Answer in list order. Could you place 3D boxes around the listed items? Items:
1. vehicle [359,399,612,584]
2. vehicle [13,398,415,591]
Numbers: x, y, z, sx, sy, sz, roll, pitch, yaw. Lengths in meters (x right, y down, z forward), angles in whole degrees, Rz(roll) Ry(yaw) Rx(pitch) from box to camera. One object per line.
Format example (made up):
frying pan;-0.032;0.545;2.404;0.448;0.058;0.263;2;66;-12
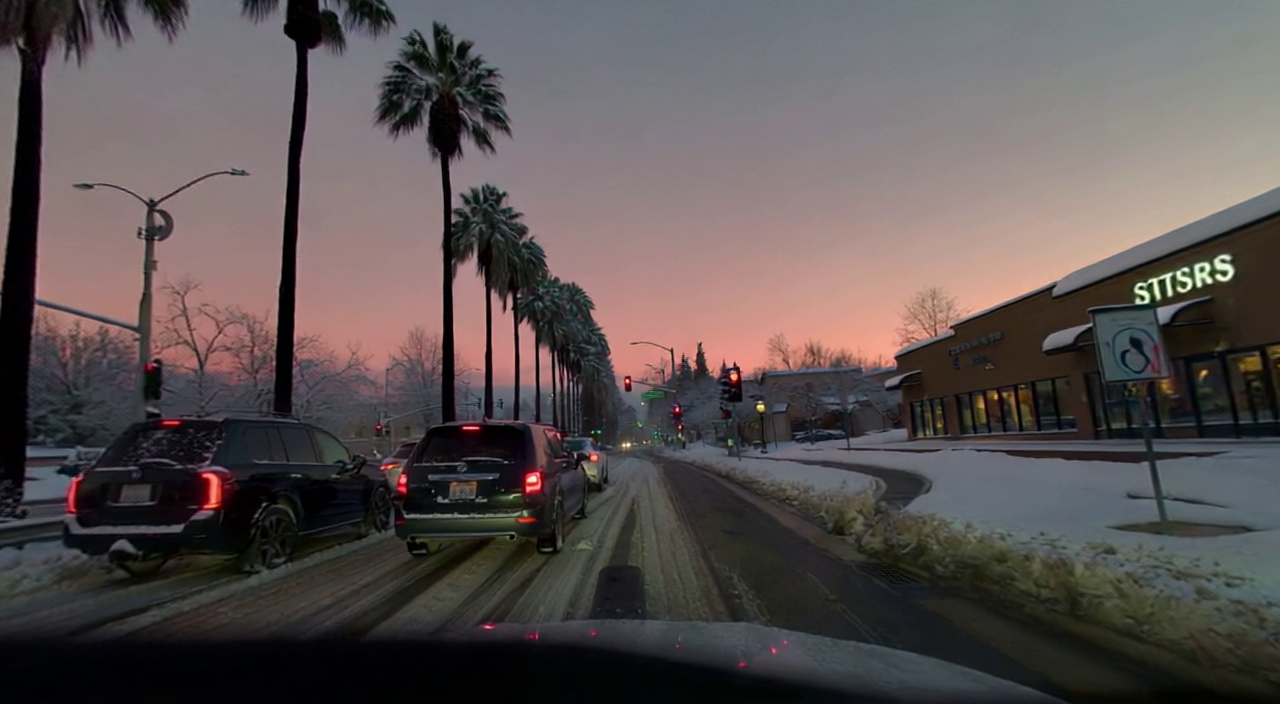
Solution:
vehicle;-1.579;1.665;8.280;2.153;1.759;4.320;0;-9;1
vehicle;-5.023;1.756;8.625;2.025;1.862;4.804;0;-9;1
